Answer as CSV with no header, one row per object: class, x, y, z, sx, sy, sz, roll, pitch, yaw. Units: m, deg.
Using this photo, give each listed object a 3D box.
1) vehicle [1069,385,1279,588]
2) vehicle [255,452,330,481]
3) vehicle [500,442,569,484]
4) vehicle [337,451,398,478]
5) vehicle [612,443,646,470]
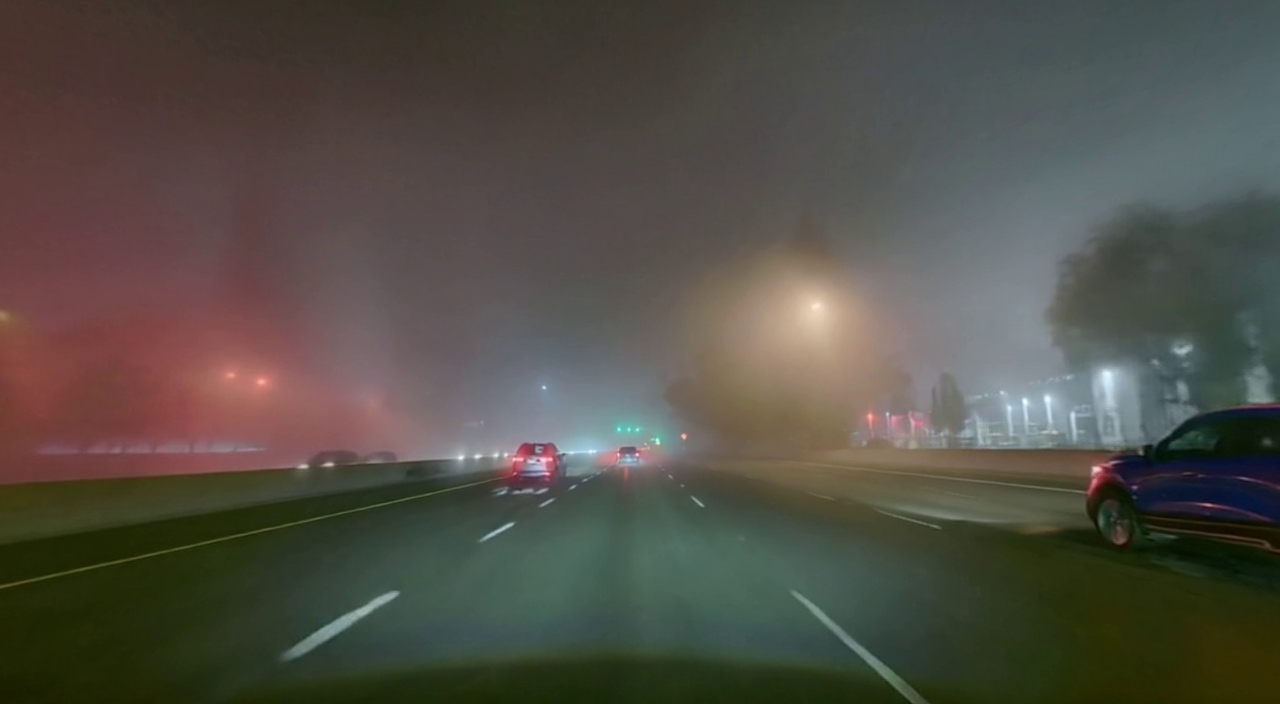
vehicle,6.748,1.247,5.949,2.028,1.801,4.741,0,-9,0
vehicle,-20.937,6.868,38.290,1.938,1.570,4.508,0,-9,0
vehicle,-3.995,4.275,24.740,1.886,1.465,4.625,0,-8,0
vehicle,-17.579,7.267,41.049,1.967,1.575,4.370,0,-9,1
vehicle,-0.675,6.330,38.486,1.997,1.485,4.094,0,-8,-1
